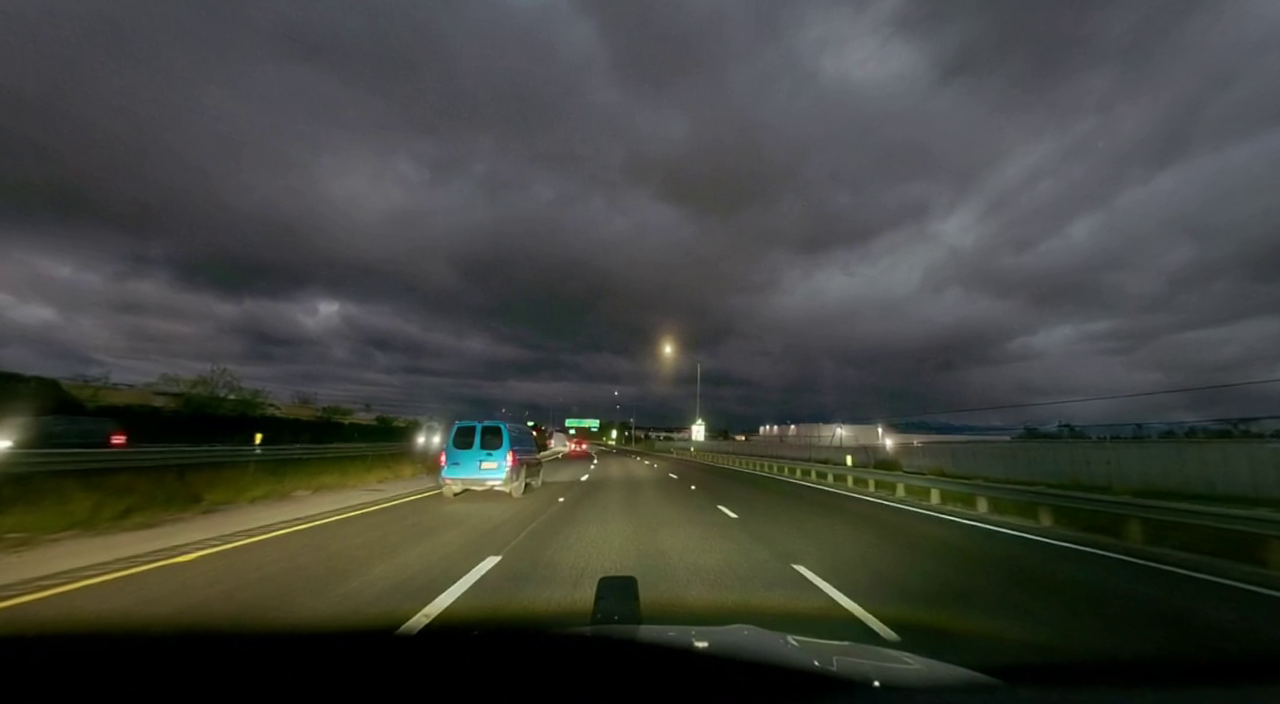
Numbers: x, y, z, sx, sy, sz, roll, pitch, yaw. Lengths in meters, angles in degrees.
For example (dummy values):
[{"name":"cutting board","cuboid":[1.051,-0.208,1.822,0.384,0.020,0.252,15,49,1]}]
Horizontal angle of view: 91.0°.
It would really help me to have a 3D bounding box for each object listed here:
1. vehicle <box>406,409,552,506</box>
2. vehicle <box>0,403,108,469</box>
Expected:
[{"name":"vehicle","cuboid":[-3.534,2.433,14.920,2.260,1.901,4.665,0,-8,0]},{"name":"vehicle","cuboid":[-15.355,2.046,15.209,1.685,1.464,3.855,0,-8,-2]}]
